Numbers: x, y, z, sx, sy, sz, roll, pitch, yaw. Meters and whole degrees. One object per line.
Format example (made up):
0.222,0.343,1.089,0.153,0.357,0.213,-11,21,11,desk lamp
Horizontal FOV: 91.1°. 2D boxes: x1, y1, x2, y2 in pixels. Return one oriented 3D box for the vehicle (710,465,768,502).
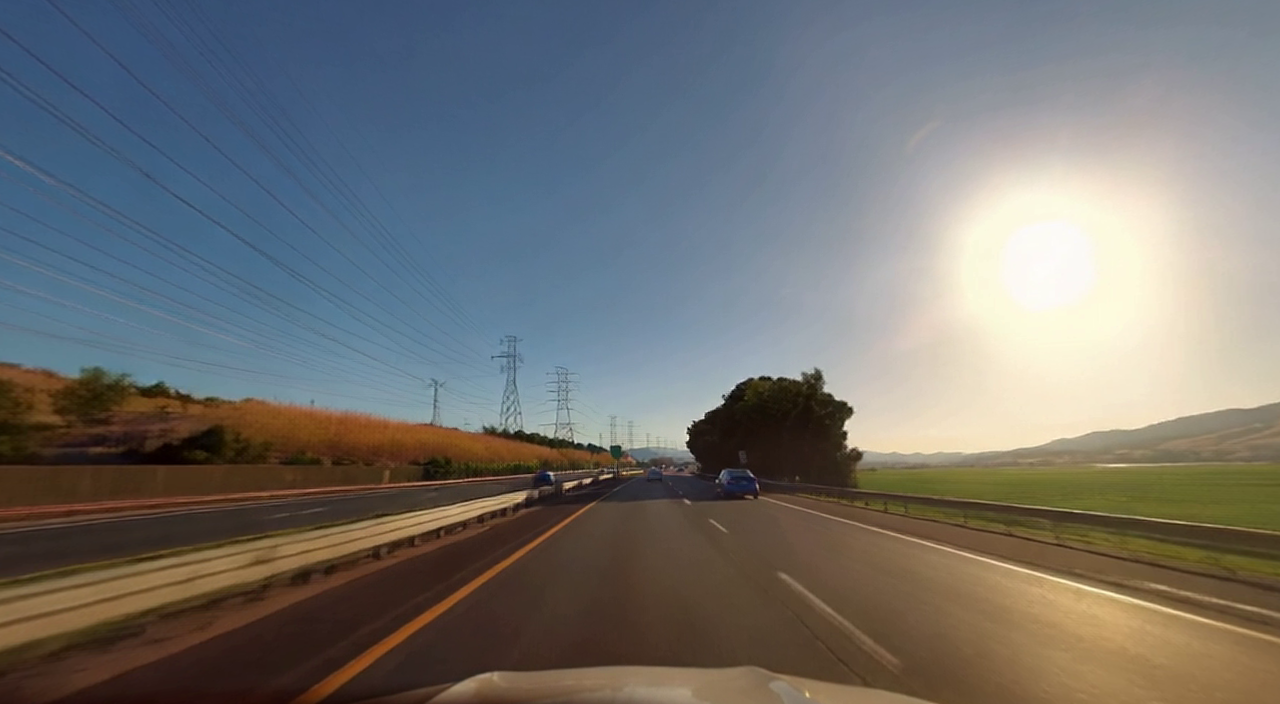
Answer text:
4.500,6.042,29.122,1.985,1.521,3.904,1,-10,-1,vehicle
